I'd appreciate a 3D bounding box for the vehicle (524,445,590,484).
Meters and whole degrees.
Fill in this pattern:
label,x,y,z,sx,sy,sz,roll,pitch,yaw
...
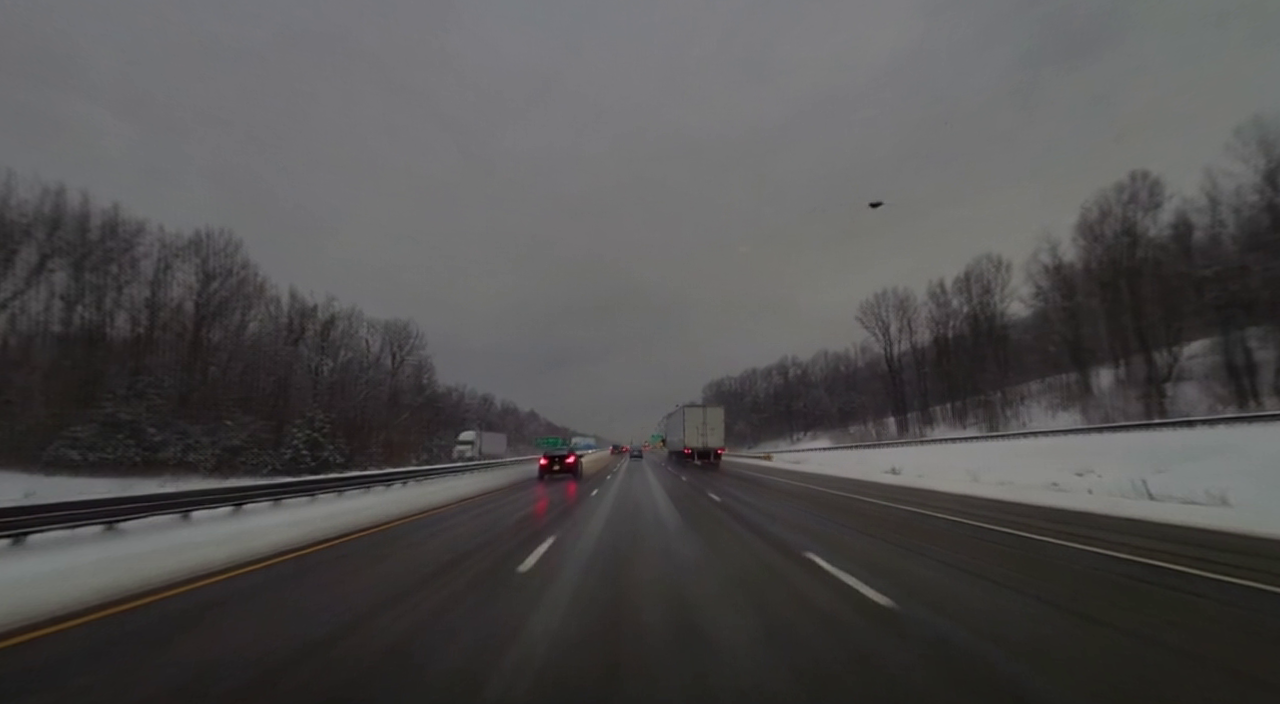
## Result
label,x,y,z,sx,sy,sz,roll,pitch,yaw
vehicle,-3.292,4.588,25.985,2.121,1.445,4.651,0,-9,-1

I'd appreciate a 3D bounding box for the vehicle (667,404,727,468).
label,x,y,z,sx,sy,sz,roll,pitch,yaw
vehicle,3.972,6.536,47.660,2.974,4.083,14.389,0,-9,-1
